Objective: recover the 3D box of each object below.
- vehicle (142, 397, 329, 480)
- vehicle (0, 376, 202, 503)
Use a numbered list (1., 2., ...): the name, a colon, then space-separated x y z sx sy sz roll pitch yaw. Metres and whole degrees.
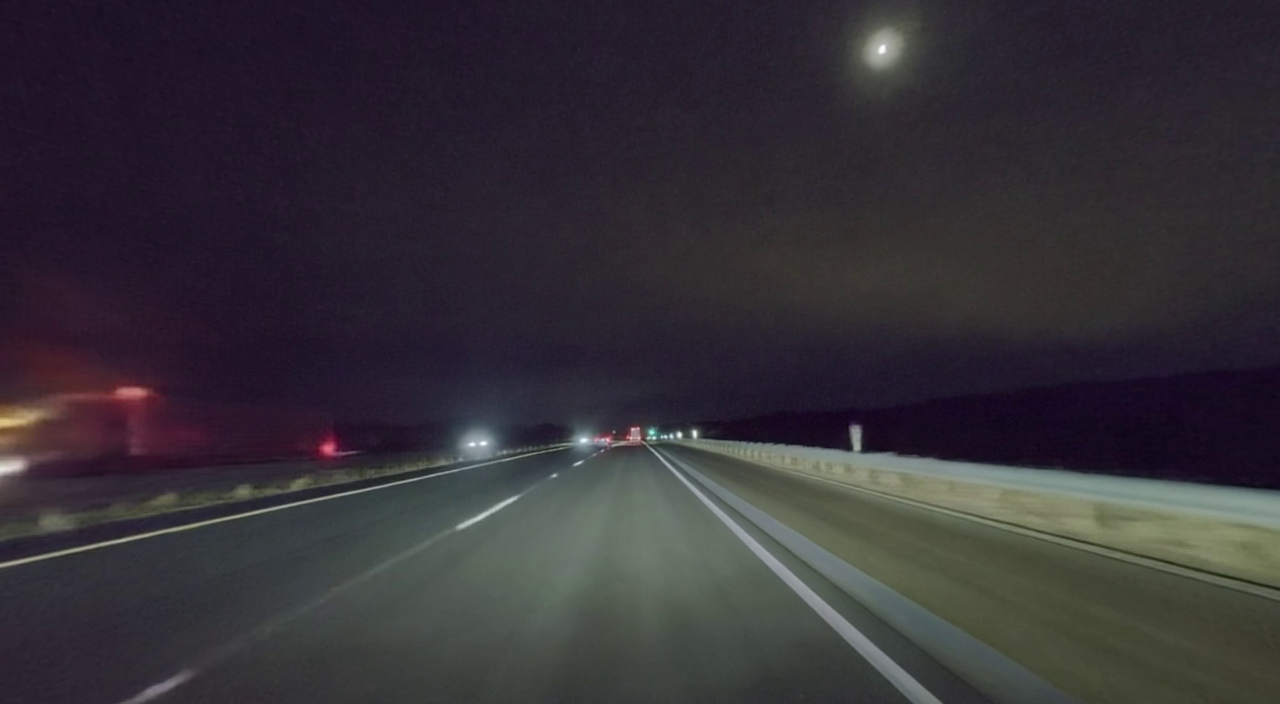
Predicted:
1. vehicle: -17.781 3.898 28.650 2.820 3.184 8.570 0 -8 0
2. vehicle: -17.622 2.675 19.500 2.875 3.201 7.109 0 -8 -1
